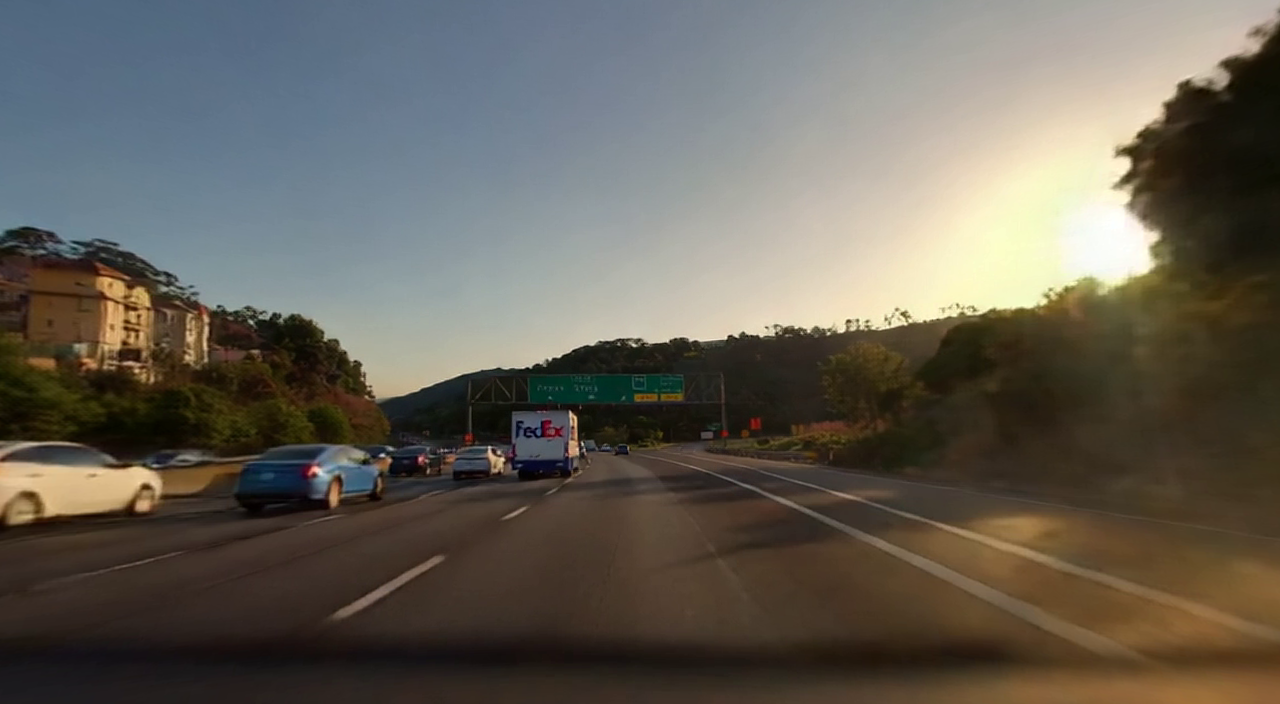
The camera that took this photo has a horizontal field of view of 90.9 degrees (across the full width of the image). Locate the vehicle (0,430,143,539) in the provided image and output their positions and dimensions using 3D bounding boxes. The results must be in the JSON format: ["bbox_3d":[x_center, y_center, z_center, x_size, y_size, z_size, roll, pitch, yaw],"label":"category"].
[{"bbox_3d":[-11.679,2.272,10.966,2.188,1.784,4.724,0,-8,0],"label":"vehicle"}]

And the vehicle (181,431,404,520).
[{"bbox_3d":[-7.859,2.829,15.091,2.461,1.767,4.991,0,-8,0],"label":"vehicle"}]

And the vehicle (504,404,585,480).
[{"bbox_3d":[-4.388,4.388,30.739,2.798,3.212,7.573,0,-8,0],"label":"vehicle"}]

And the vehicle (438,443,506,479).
[{"bbox_3d":[-8.214,5.338,31.285,2.143,1.628,4.559,0,-8,0],"label":"vehicle"}]
